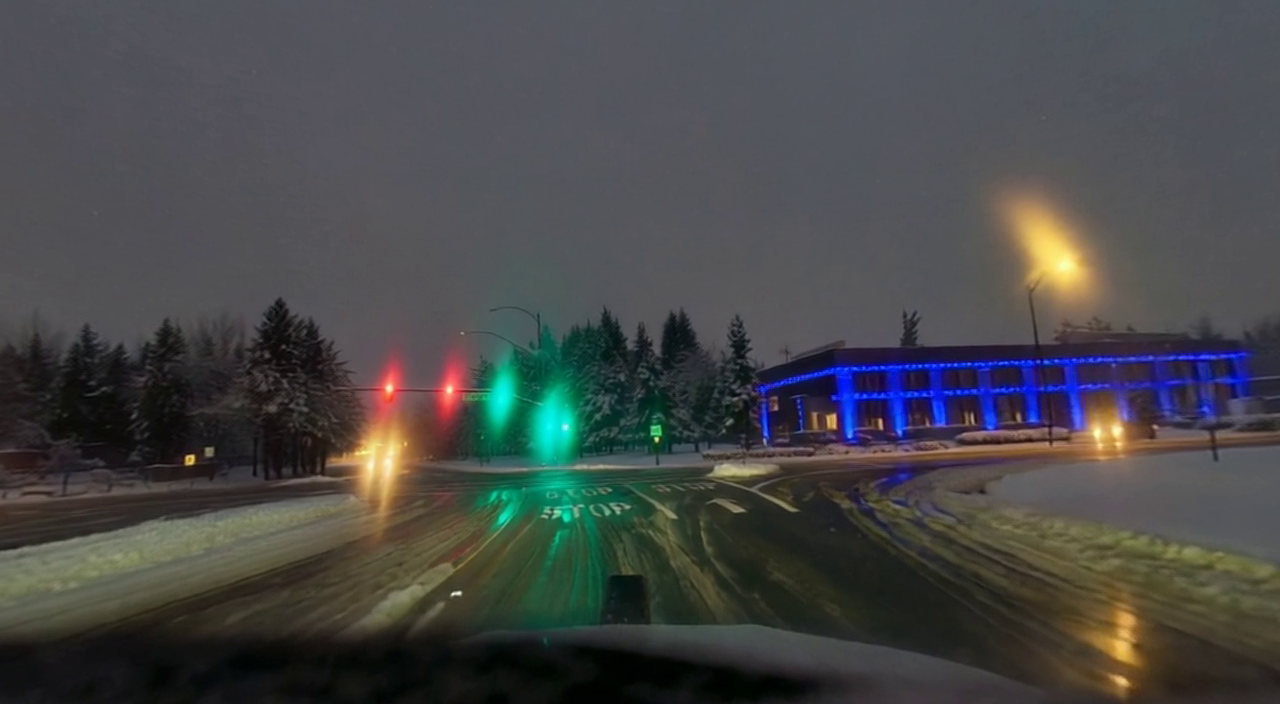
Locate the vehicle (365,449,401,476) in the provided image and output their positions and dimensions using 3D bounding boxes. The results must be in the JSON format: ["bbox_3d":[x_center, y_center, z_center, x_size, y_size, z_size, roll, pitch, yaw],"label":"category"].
[{"bbox_3d":[-20.364,8.654,49.746,2.336,1.923,5.570,4,-9,-24],"label":"vehicle"}]
